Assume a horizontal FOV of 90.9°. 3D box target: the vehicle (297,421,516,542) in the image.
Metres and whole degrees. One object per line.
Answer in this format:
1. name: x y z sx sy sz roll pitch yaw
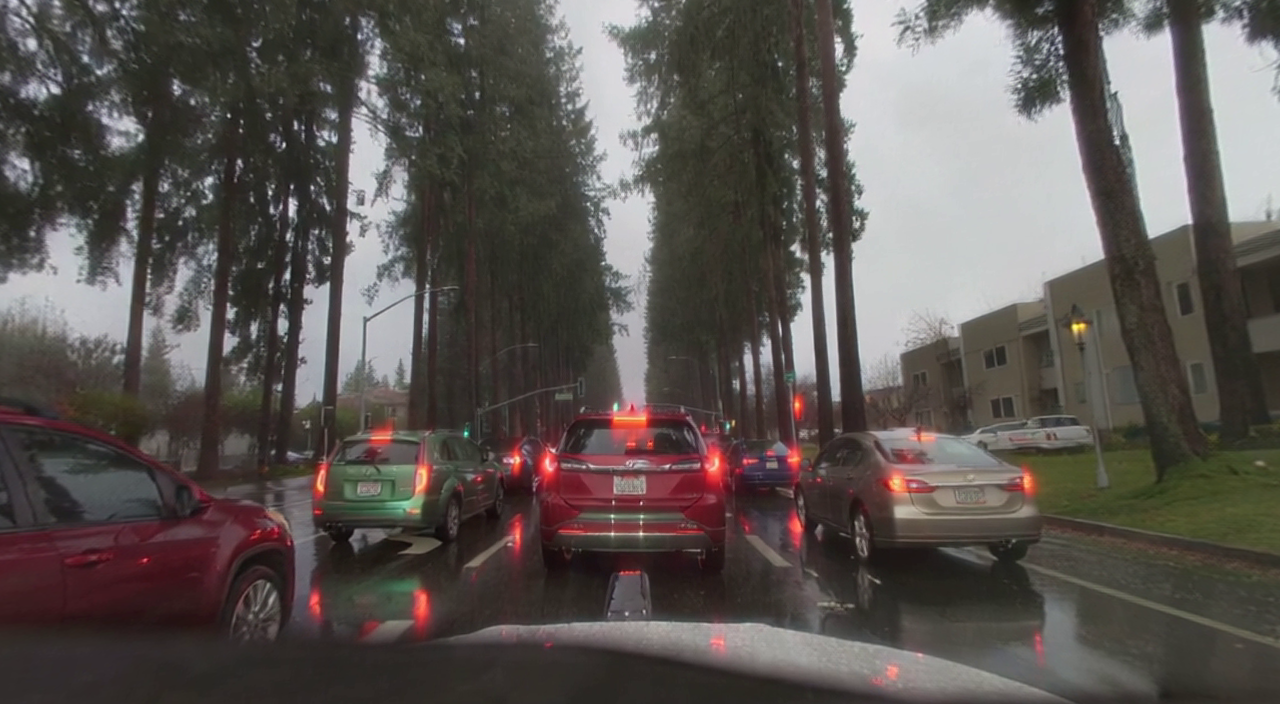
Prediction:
1. vehicle: -3.662 2.108 10.921 2.042 1.641 4.314 0 -8 1

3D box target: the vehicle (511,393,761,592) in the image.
1. vehicle: -0.012 1.530 7.642 2.193 1.744 4.033 0 -8 1

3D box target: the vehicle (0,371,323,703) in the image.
1. vehicle: -3.782 0.986 3.292 1.929 1.641 4.193 0 -8 2

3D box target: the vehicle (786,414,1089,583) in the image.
1. vehicle: 3.258 1.662 7.864 1.922 1.579 3.642 0 -8 -1
